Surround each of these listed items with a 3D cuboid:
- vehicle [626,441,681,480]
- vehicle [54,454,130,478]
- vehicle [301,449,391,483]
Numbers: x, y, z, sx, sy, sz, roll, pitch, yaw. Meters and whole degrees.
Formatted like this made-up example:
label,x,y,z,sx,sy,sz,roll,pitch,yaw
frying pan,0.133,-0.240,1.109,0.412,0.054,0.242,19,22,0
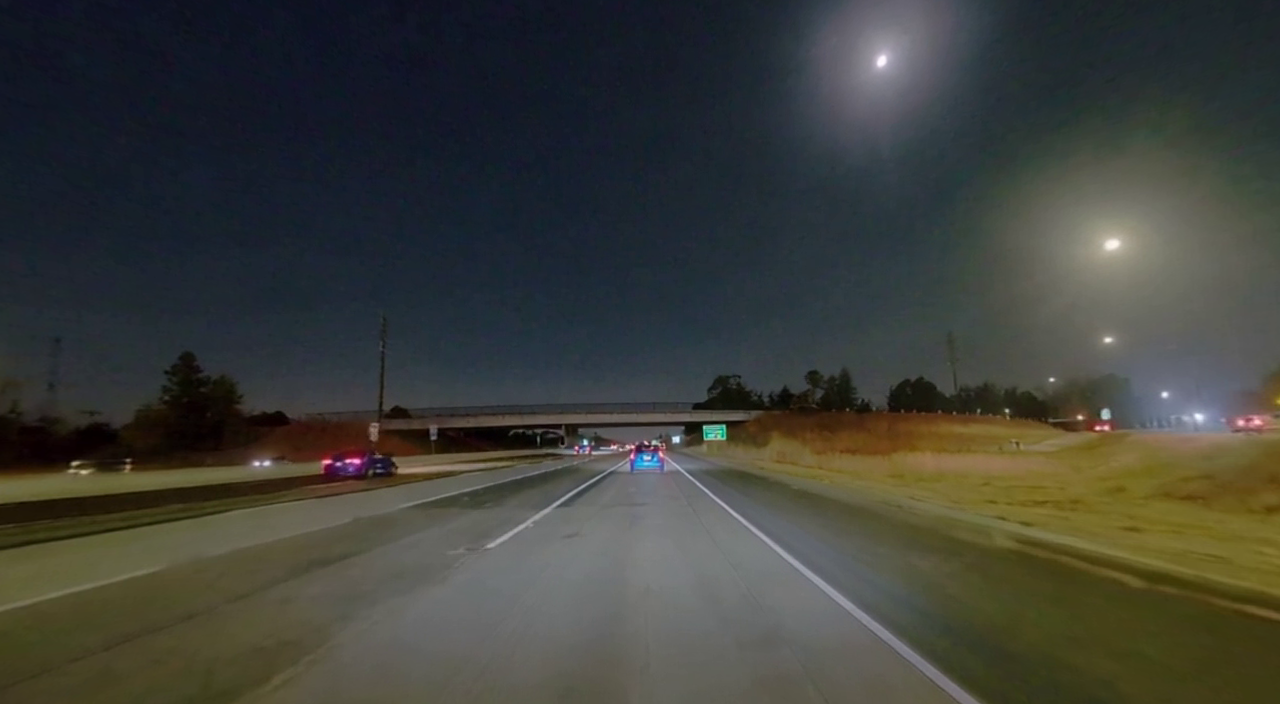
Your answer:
label,x,y,z,sx,sy,sz,roll,pitch,yaw
vehicle,0.524,4.621,27.038,2.145,1.493,4.146,0,-9,0
vehicle,-35.646,7.406,41.133,1.621,1.437,3.645,-1,-9,1
vehicle,-14.216,5.500,30.830,1.960,1.505,4.854,-1,-9,1
